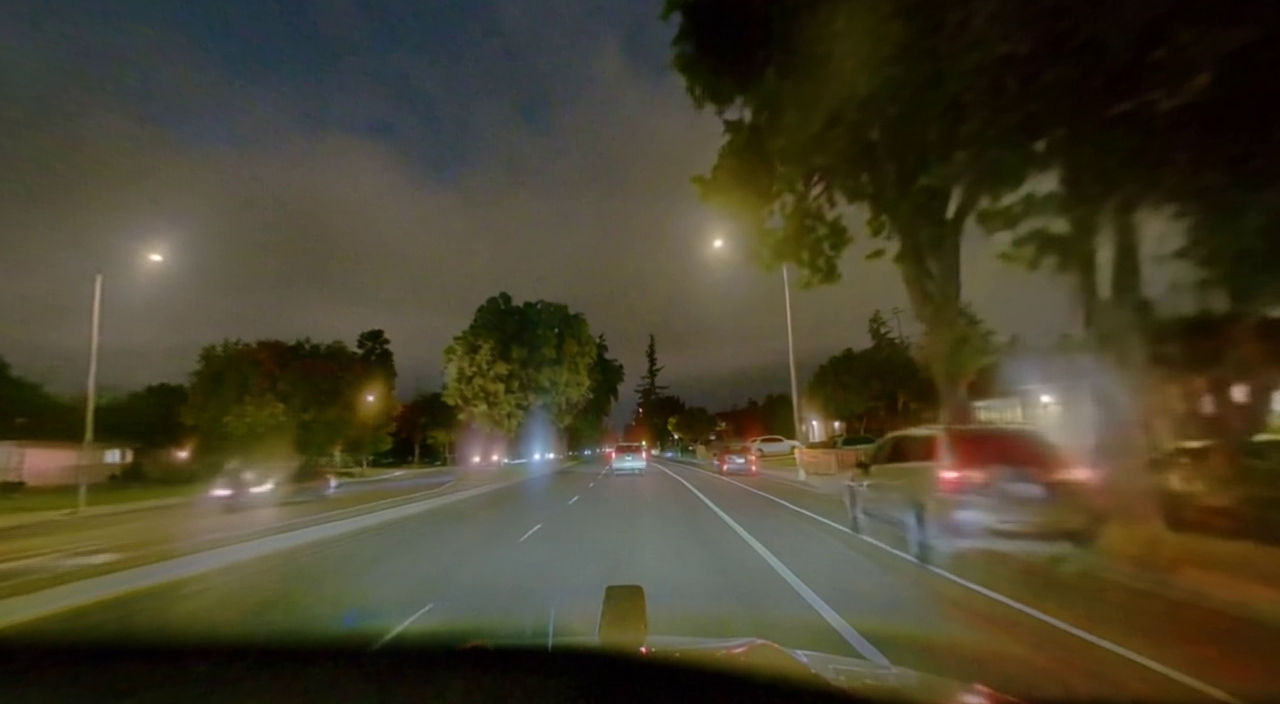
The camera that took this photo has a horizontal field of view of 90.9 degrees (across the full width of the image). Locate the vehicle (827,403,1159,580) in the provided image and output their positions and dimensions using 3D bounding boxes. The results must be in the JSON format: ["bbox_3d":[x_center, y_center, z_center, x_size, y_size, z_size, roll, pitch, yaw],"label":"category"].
[{"bbox_3d":[4.062,1.675,8.269,1.992,1.695,4.101,-1,-9,1],"label":"vehicle"}]

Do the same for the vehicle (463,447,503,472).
[{"bbox_3d":[-11.920,8.123,48.034,1.948,1.725,4.443,-2,-9,-1],"label":"vehicle"}]

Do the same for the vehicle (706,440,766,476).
[{"bbox_3d":[4.370,4.907,29.343,2.020,1.518,4.255,0,-9,-2],"label":"vehicle"}]

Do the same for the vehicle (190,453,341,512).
[{"bbox_3d":[-11.430,3.969,19.719,1.914,1.476,4.702,-3,-9,0],"label":"vehicle"}]

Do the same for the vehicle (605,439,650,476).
[{"bbox_3d":[-0.597,5.096,30.752,2.024,1.655,4.301,0,-9,-1],"label":"vehicle"}]
